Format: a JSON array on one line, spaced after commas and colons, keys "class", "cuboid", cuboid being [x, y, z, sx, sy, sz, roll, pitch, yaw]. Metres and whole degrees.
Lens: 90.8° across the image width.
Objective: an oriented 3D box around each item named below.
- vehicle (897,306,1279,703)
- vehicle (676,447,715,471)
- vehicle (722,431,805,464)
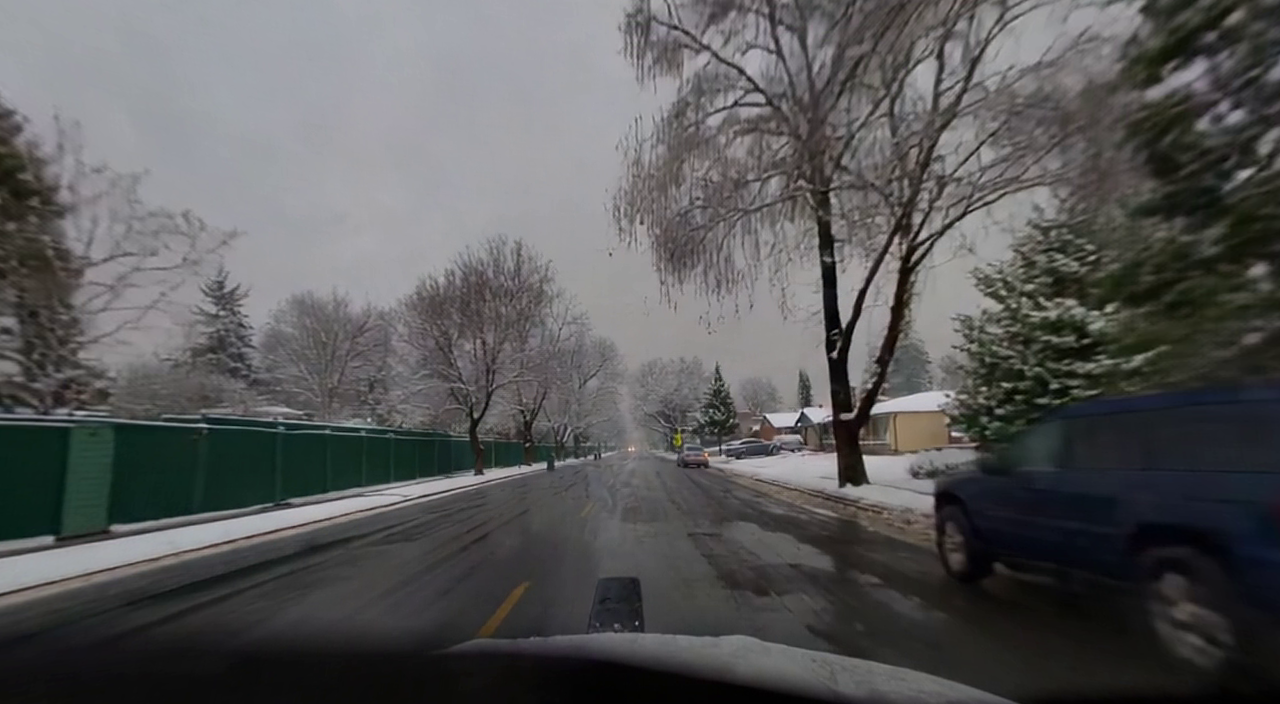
[{"class": "vehicle", "cuboid": [4.094, 1.086, 5.052, 2.220, 2.045, 4.139, 0, -8, -1]}, {"class": "vehicle", "cuboid": [3.776, 7.393, 43.899, 2.051, 1.524, 5.047, 0, -8, -2]}, {"class": "vehicle", "cuboid": [9.689, 7.573, 49.920, 5.935, 1.911, 2.236, -6, -9, 0]}]
